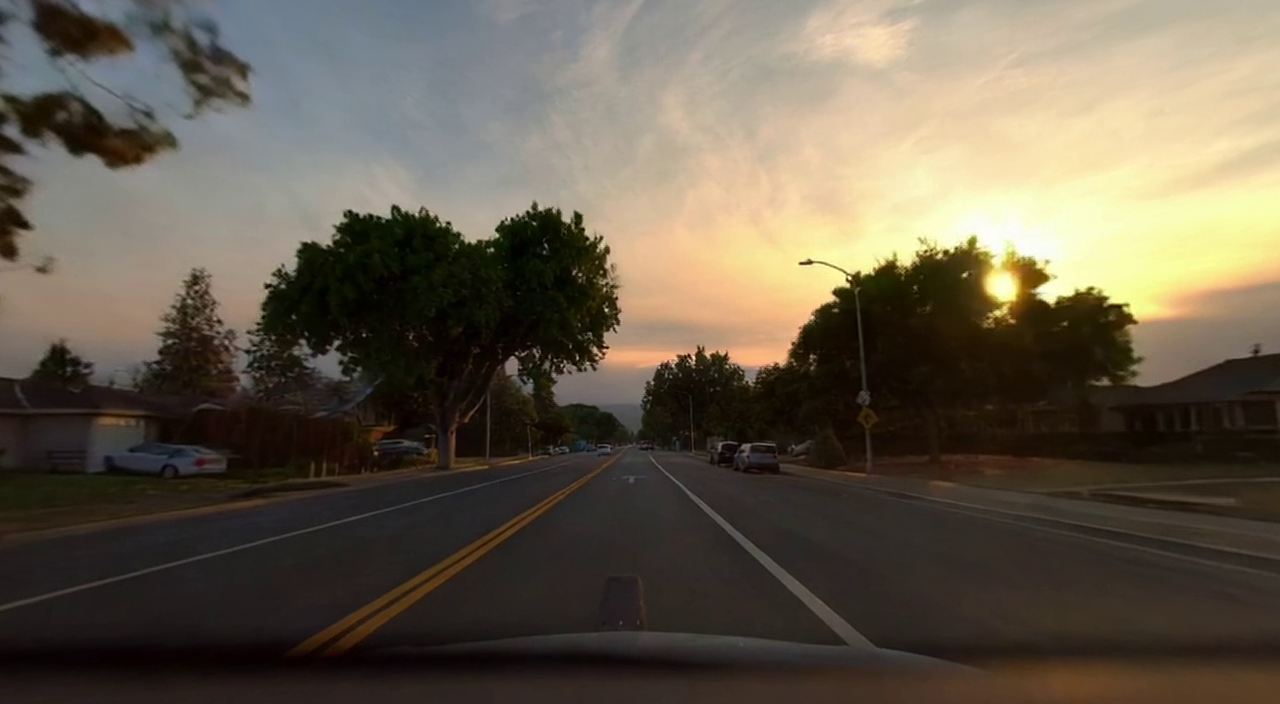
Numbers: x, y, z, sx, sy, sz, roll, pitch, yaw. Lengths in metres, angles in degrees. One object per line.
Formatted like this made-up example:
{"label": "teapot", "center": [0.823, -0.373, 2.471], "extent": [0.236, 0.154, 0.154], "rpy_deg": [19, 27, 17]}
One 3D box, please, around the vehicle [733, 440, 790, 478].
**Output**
{"label": "vehicle", "center": [6.456, 5.756, 34.210], "extent": [2.099, 1.878, 4.476], "rpy_deg": [0, -8, -1]}

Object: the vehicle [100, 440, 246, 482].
{"label": "vehicle", "center": [-19.650, 4.590, 26.743], "extent": [4.497, 1.674, 2.168], "rpy_deg": [-1, -8, 3]}

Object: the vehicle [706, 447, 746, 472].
{"label": "vehicle", "center": [6.165, 7.796, 45.939], "extent": [2.226, 1.682, 4.461], "rpy_deg": [0, -8, -1]}
